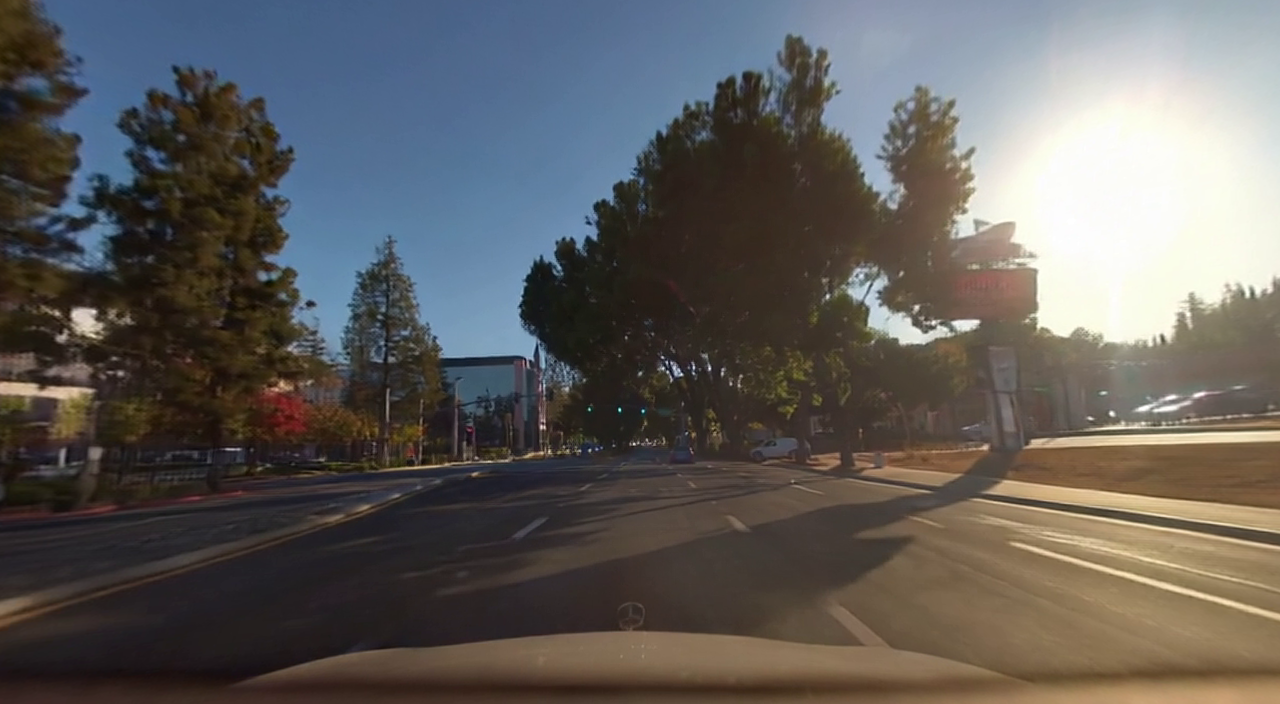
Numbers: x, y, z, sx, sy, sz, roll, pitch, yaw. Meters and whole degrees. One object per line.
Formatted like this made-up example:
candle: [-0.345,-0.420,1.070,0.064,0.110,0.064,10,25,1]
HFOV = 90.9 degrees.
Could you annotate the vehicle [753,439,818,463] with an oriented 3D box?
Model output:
vehicle: [9.945,6.793,43.374,4.007,1.591,1.915,-1,-8,3]
